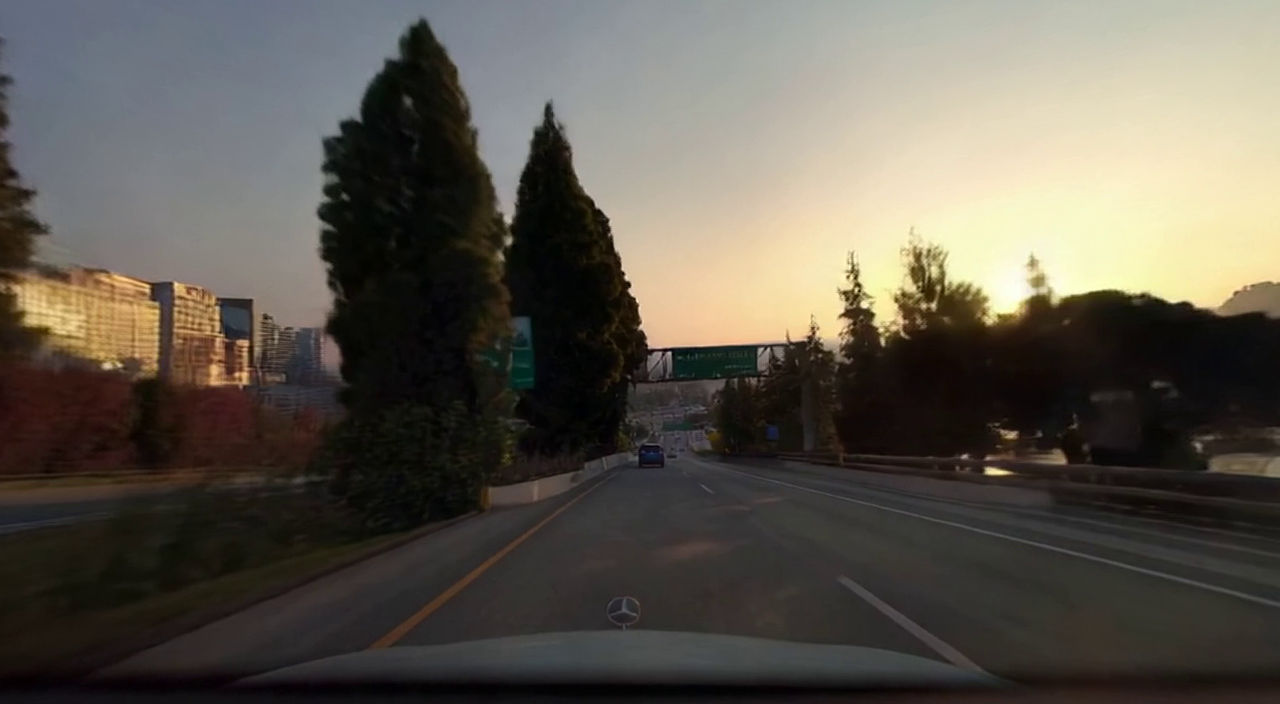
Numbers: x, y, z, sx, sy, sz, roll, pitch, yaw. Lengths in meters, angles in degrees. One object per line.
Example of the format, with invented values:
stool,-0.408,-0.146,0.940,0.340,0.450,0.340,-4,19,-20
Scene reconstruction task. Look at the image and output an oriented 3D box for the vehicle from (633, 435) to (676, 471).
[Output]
vehicle,0.983,6.484,40.476,2.546,2.126,5.153,0,-8,3
